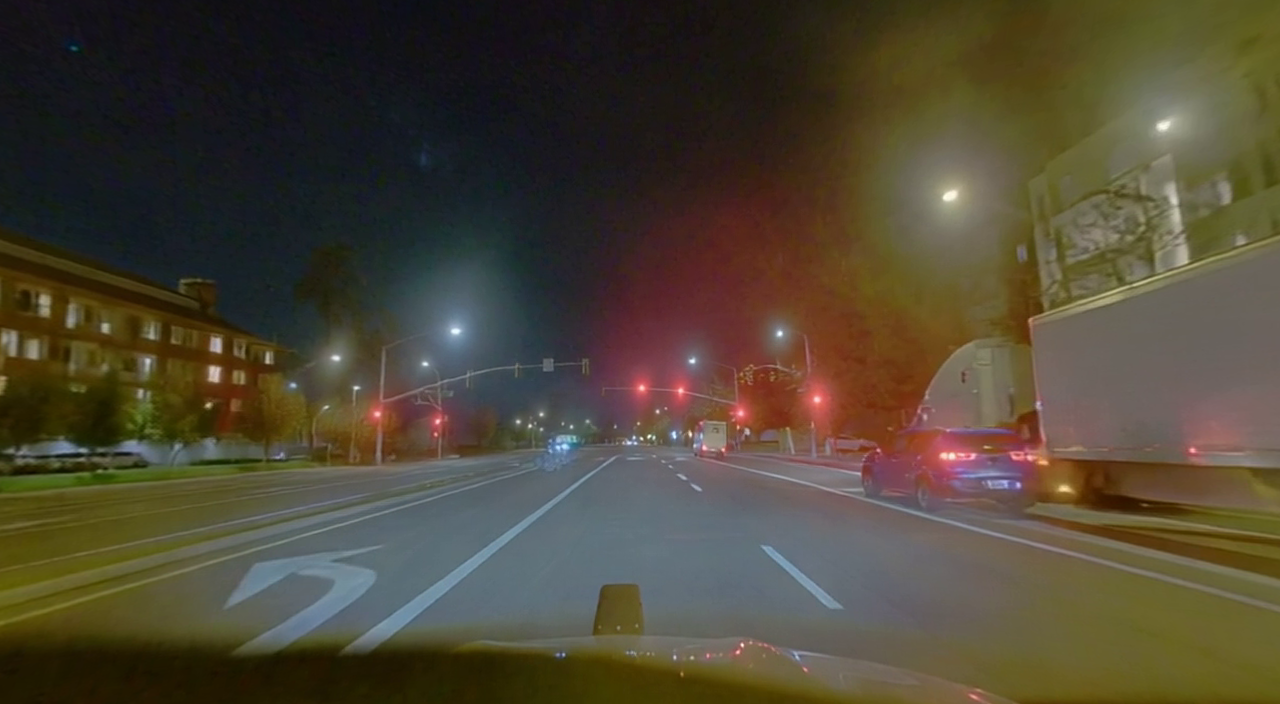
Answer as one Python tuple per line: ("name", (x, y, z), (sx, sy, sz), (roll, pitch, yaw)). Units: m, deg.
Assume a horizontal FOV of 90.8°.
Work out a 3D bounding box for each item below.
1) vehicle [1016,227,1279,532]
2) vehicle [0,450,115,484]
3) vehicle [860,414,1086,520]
("vehicle", (10.376, 0.033, 6.261), (2.975, 4.201, 17.050), (0, -8, 0))
("vehicle", (-27.715, 5.326, 29.475), (4.505, 1.457, 2.003), (3, -9, -25))
("vehicle", (6.385, 2.266, 12.930), (2.012, 1.754, 4.635), (0, -8, -1))
